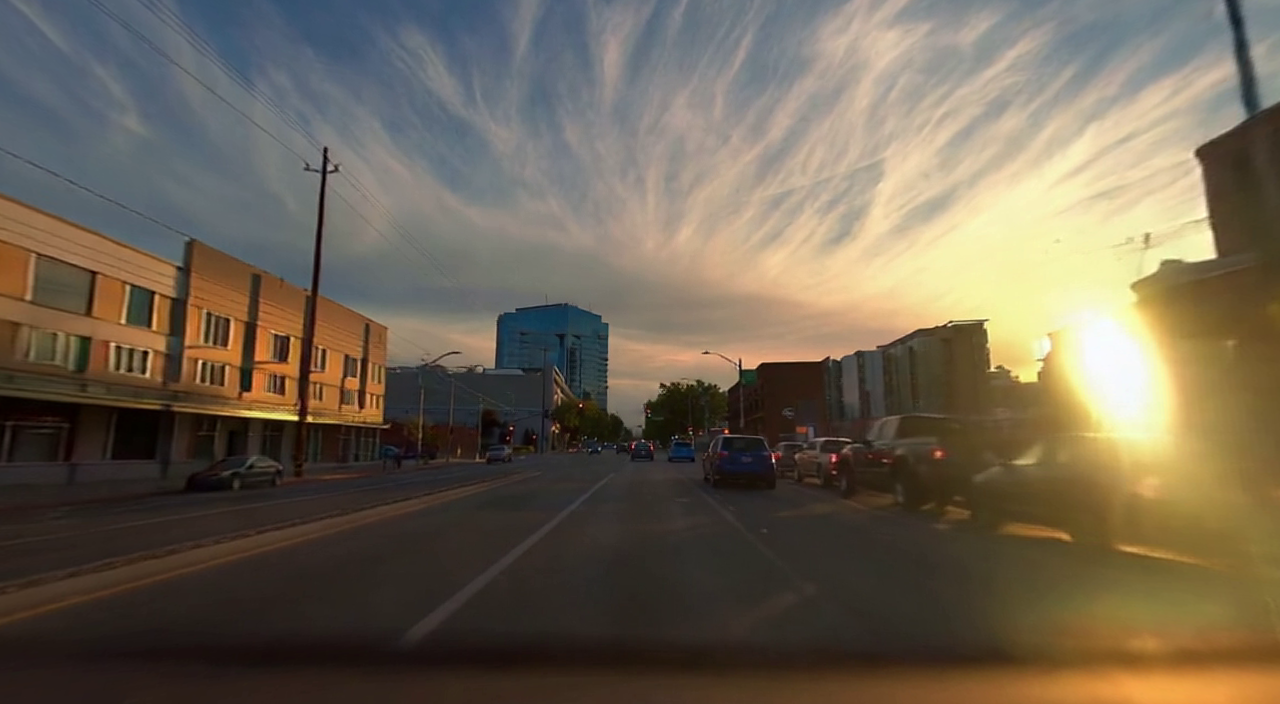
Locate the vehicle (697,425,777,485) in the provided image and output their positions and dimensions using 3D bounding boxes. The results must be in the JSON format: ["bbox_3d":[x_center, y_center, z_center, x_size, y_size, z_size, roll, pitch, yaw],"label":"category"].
[{"bbox_3d":[3.463,3.793,23.453,2.159,1.938,4.836,0,-8,0],"label":"vehicle"}]

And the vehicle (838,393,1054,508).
[{"bbox_3d":[6.759,2.283,14.881,2.396,2.218,5.242,0,-8,0],"label":"vehicle"}]

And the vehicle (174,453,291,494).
[{"bbox_3d":[-17.407,5.169,27.250,1.924,1.558,4.620,0,-8,1],"label":"vehicle"}]

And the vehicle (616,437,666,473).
[{"bbox_3d":[0.048,4.952,30.376,2.245,1.587,4.094,0,-8,0],"label":"vehicle"}]

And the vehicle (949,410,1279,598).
[{"bbox_3d":[6.733,1.909,8.933,2.176,1.901,4.887,0,-8,0],"label":"vehicle"}]
